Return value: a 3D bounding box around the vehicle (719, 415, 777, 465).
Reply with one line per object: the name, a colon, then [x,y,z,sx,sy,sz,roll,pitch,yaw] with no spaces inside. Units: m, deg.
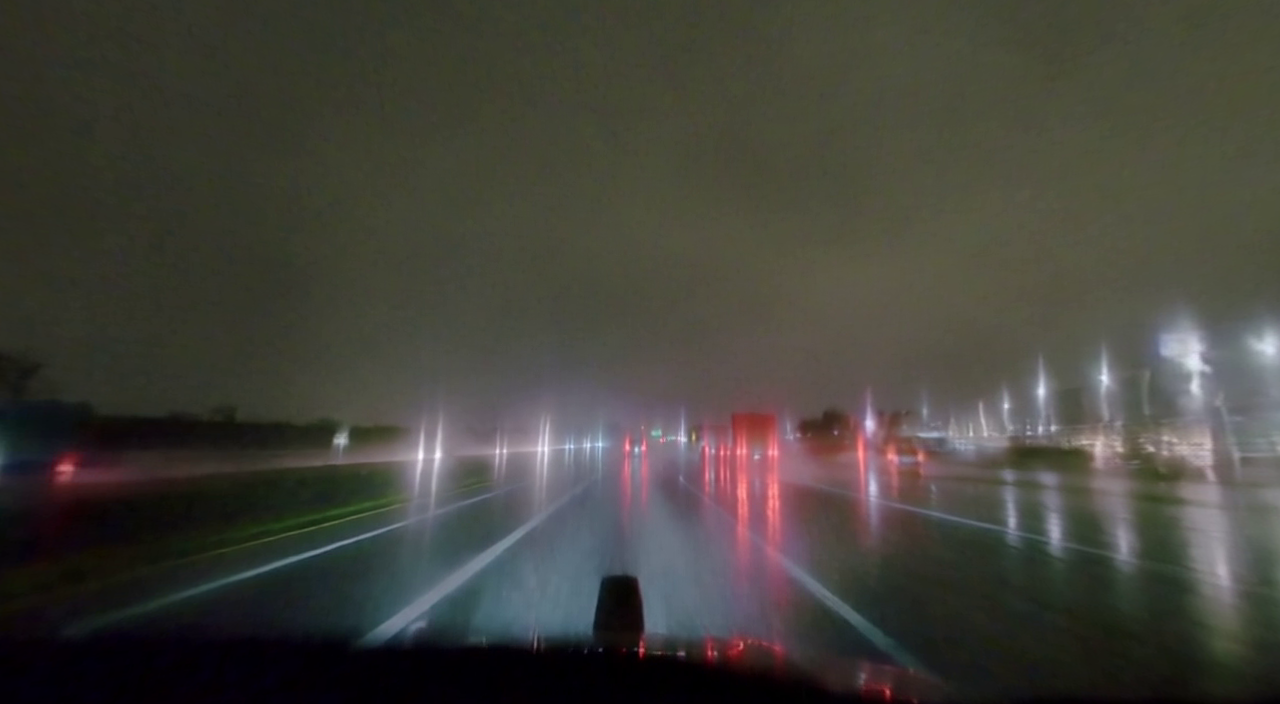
vehicle: [7.489,6.299,44.915,2.793,3.204,7.997,0,-8,1]
